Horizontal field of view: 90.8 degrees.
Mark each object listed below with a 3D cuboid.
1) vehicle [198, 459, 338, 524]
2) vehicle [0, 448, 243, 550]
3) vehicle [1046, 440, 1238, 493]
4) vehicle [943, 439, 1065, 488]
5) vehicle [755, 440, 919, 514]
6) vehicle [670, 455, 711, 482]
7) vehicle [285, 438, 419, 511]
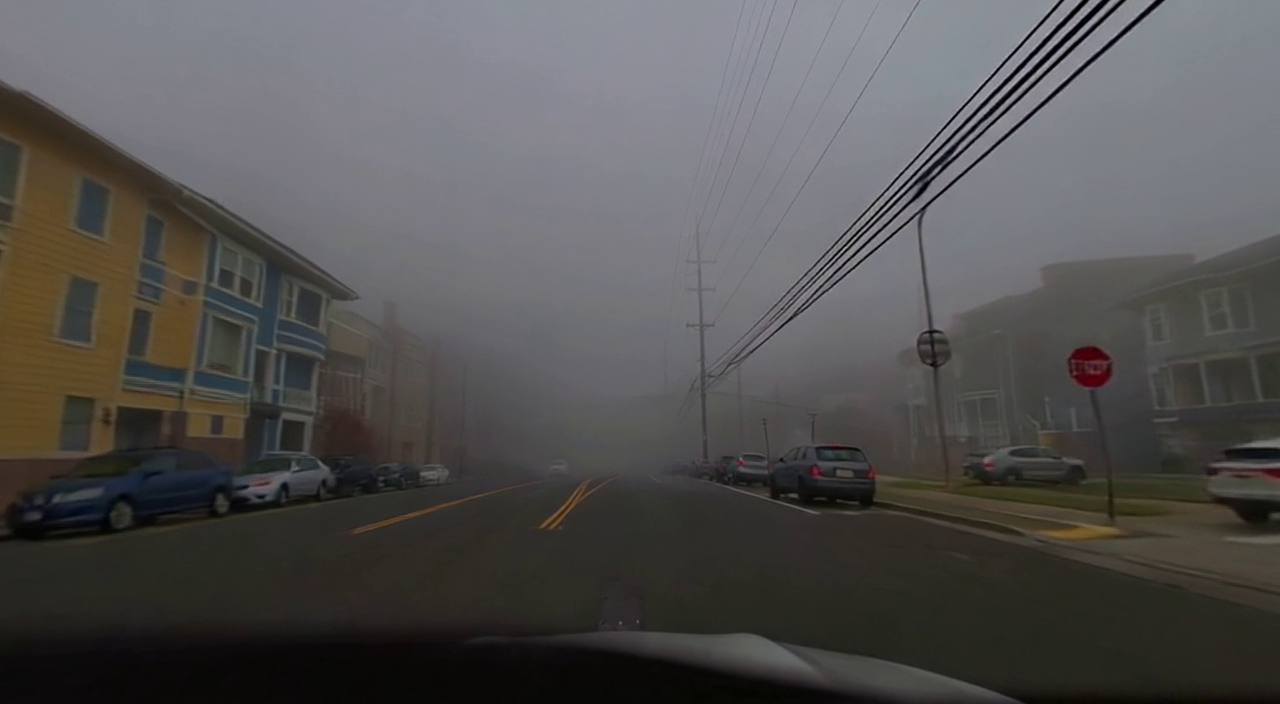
[{"bbox_3d":[-10.845,4.036,18.855,1.826,1.455,4.475,-3,-8,-5],"label":"vehicle"},{"bbox_3d":[-10.464,2.846,13.068,1.900,1.683,4.486,1,-8,-6],"label":"vehicle"},{"bbox_3d":[14.812,3.381,18.961,4.153,1.407,1.707,-4,-9,27],"label":"vehicle"},{"bbox_3d":[13.073,4.027,22.944,3.545,1.448,2.041,-5,-4,24],"label":"vehicle"},{"bbox_3d":[4.508,2.918,15.419,2.059,1.502,4.824,1,-8,-5],"label":"vehicle"},{"bbox_3d":[3.193,7.486,40.756,1.917,1.434,4.733,-3,-8,-4],"label":"vehicle"},{"bbox_3d":[-11.029,4.682,24.912,2.687,2.491,5.936,0,-8,-3],"label":"vehicle"}]
